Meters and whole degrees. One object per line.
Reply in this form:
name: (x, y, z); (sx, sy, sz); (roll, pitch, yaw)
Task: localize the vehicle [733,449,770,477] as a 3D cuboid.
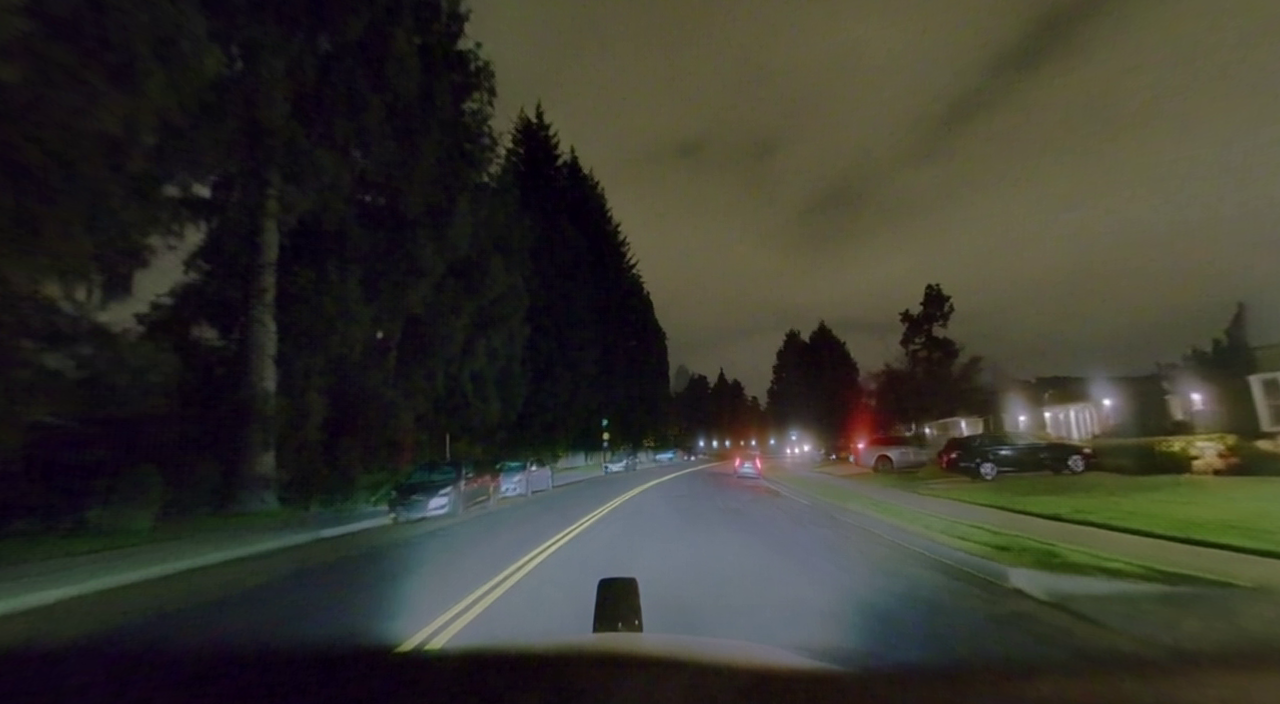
vehicle: (6.444, 6.408, 36.780); (1.972, 1.460, 4.137); (-2, -8, 8)

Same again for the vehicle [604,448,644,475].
vehicle: (-1.085, 7.805, 44.667); (2.005, 1.557, 4.172); (-3, -14, 10)

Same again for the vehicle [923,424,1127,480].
vehicle: (11.334, 2.974, 18.879); (4.744, 1.507, 1.953); (-1, -8, 2)

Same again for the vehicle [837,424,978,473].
vehicle: (11.045, 4.054, 26.486); (5.009, 1.906, 2.046); (-2, -9, 9)

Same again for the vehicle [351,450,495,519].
vehicle: (-5.292, 3.455, 16.078); (1.886, 1.494, 4.149); (-2, -14, 5)

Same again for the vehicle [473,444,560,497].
vehicle: (-4.456, 4.491, 23.464); (1.972, 1.536, 4.347); (-3, -16, 5)
